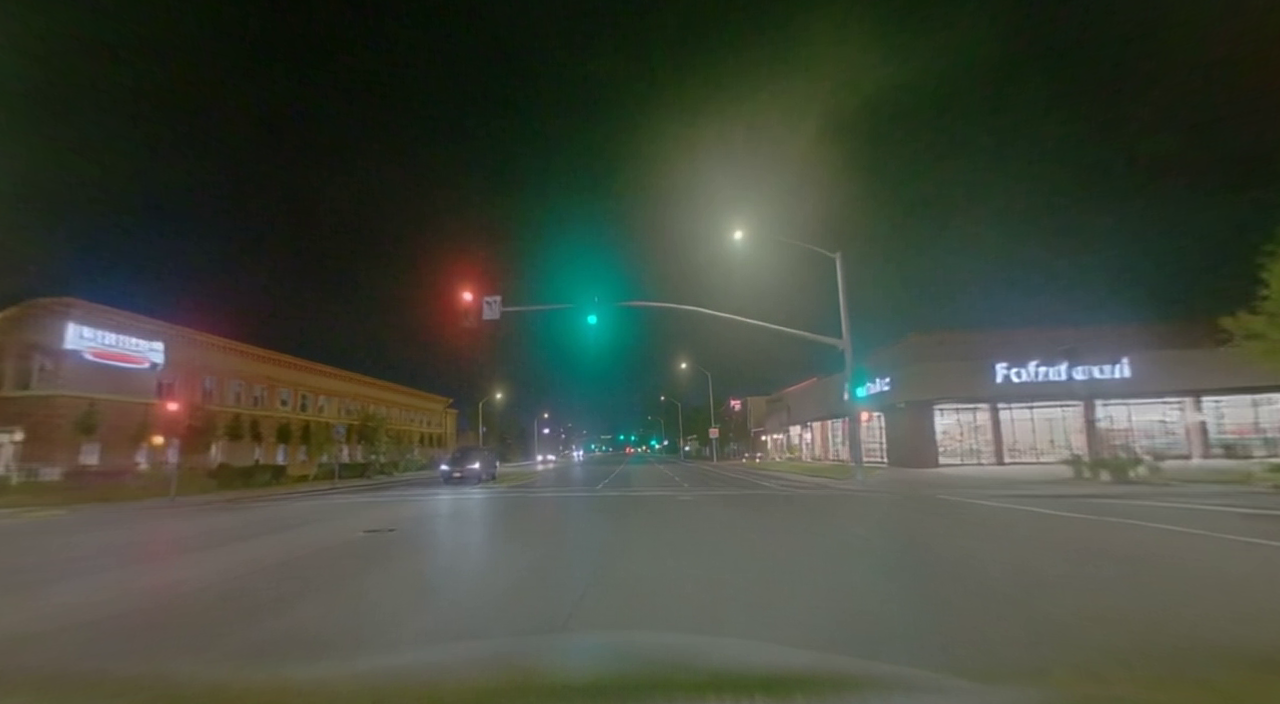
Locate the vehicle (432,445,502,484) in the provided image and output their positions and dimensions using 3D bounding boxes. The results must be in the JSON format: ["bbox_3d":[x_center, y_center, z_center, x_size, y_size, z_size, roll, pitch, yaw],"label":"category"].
[{"bbox_3d":[-7.754,5.126,28.708,2.011,1.490,4.472,-3,-10,-1],"label":"vehicle"}]
